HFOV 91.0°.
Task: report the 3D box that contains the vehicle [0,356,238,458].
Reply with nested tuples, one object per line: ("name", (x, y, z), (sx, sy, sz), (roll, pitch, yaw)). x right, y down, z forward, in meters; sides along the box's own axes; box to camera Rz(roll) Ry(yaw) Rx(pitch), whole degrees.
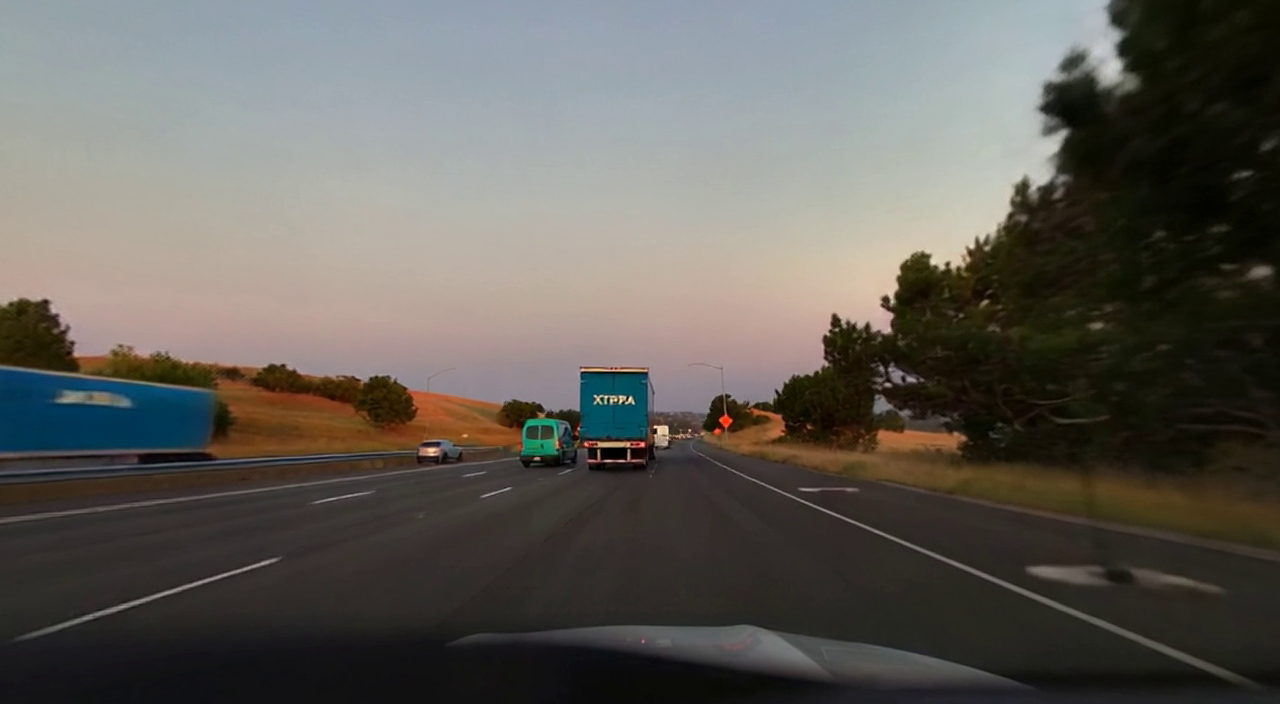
("vehicle", (-26.370, 2.961, 30.217), (2.987, 3.968, 15.784), (0, -9, 3))

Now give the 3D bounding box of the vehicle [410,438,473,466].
("vehicle", (-11.572, 5.854, 37.035), (1.901, 1.487, 4.622), (0, -8, 4))

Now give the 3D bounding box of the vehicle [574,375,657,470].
("vehicle", (-0.895, 3.772, 31.673), (3.183, 4.011, 9.617), (0, -9, 3))

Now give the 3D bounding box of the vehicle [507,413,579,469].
("vehicle", (-4.936, 4.676, 33.043), (2.469, 2.615, 5.874), (0, -8, 3))
